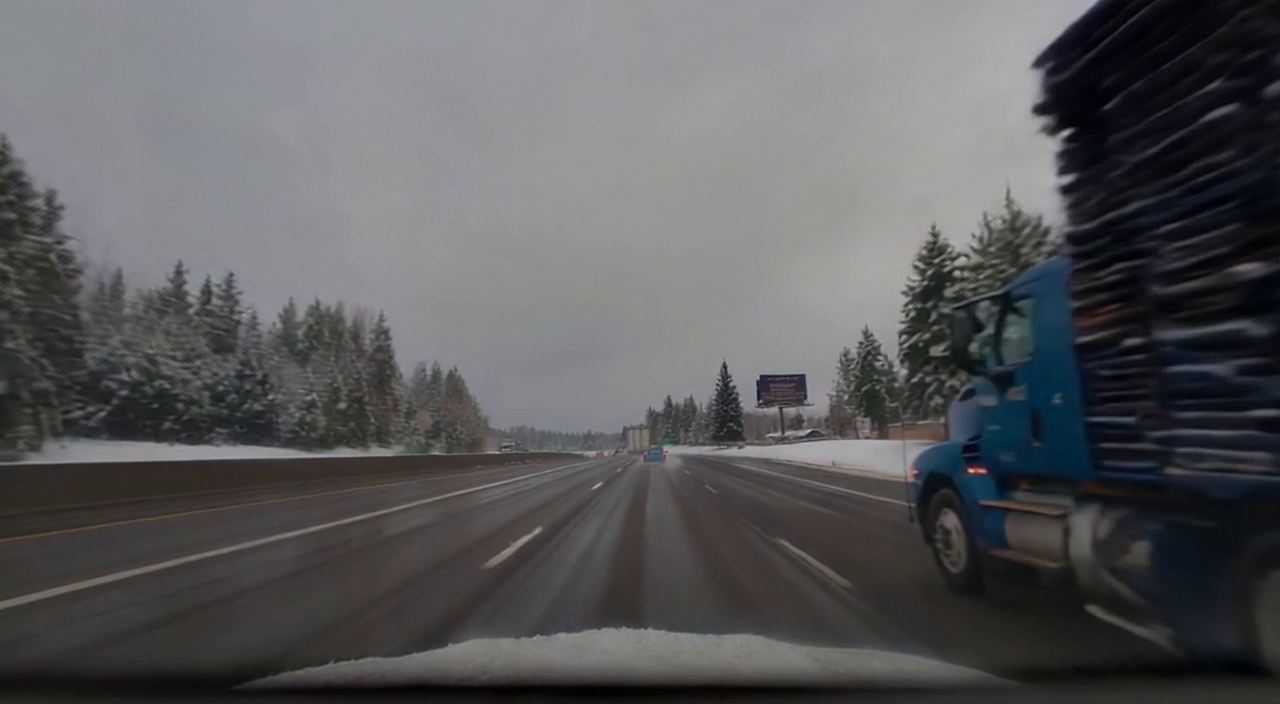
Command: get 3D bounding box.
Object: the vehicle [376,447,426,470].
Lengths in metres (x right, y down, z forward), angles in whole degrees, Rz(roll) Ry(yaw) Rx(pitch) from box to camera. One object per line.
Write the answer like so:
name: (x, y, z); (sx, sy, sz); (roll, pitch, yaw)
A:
vehicle: (-17.570, 7.824, 46.595); (1.885, 1.542, 4.520); (0, -9, 1)

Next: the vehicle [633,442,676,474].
vehicle: (0.677, 5.431, 32.459); (2.042, 1.528, 4.300); (0, -9, 0)

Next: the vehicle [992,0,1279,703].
vehicle: (4.069, -0.614, 0.124); (3.071, 3.888, 8.330); (0, -9, 0)
